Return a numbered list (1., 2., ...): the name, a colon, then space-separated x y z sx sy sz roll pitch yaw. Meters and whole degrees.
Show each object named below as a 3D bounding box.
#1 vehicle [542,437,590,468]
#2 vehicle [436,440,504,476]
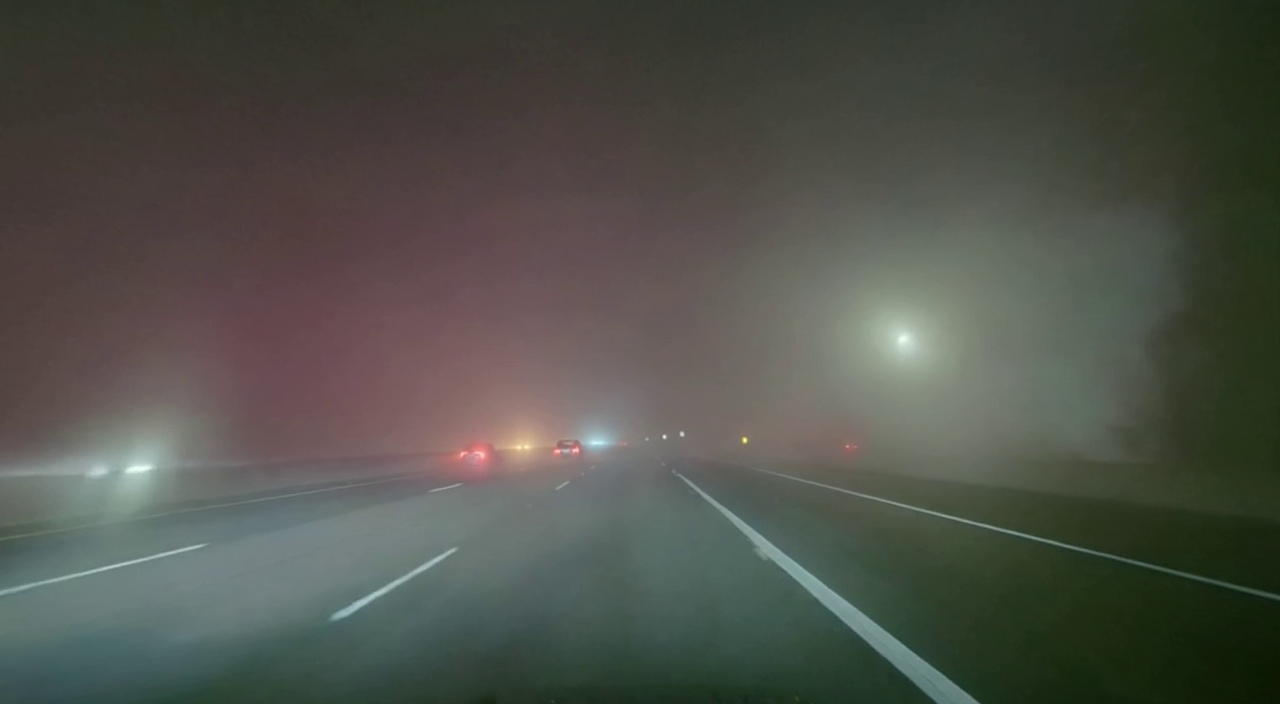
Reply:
1. vehicle: -4.259 5.859 37.061 2.200 1.662 5.091 -1 -8 0
2. vehicle: -7.985 5.009 30.080 1.924 1.519 4.791 -1 -8 0
